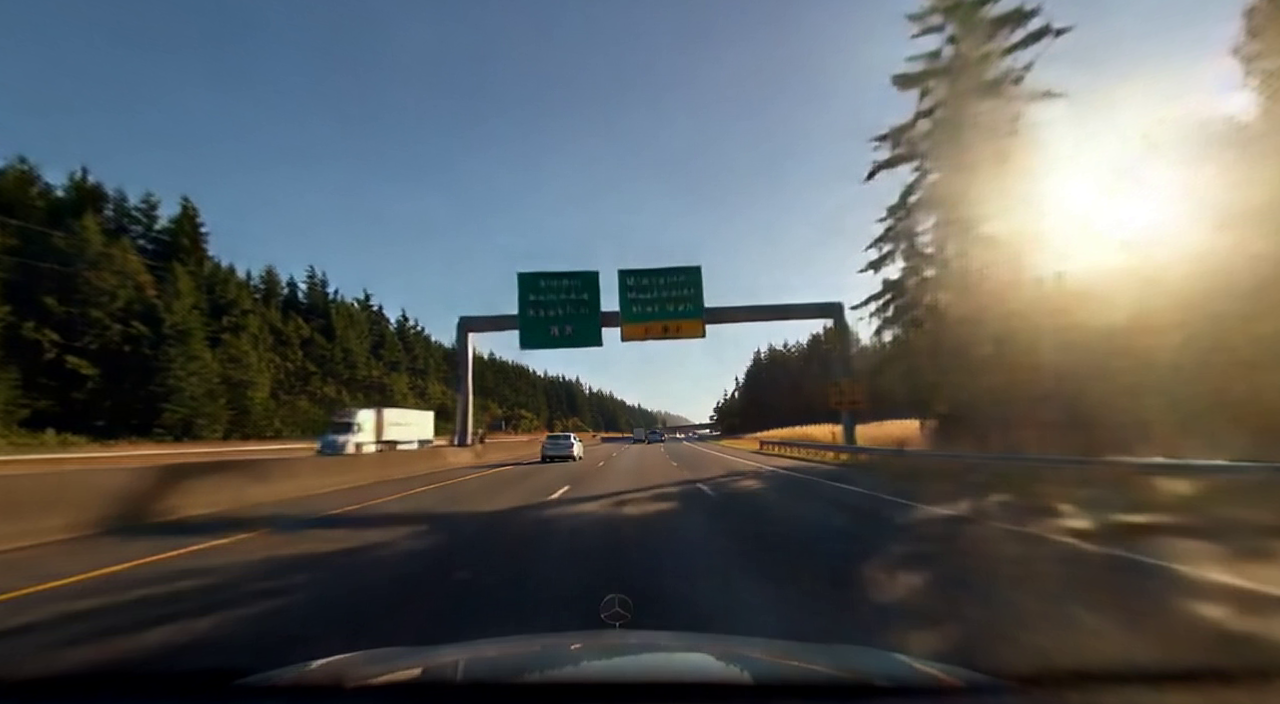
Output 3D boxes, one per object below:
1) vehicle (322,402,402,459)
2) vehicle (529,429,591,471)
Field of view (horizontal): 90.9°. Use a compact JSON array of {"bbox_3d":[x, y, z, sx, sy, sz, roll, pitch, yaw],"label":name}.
[{"bbox_3d":[-20.820,5.991,47.659,3.296,4.004,5.827,0,-8,0],"label":"vehicle"},{"bbox_3d":[-3.292,4.110,26.699,2.084,1.654,4.080,0,-8,0],"label":"vehicle"}]
